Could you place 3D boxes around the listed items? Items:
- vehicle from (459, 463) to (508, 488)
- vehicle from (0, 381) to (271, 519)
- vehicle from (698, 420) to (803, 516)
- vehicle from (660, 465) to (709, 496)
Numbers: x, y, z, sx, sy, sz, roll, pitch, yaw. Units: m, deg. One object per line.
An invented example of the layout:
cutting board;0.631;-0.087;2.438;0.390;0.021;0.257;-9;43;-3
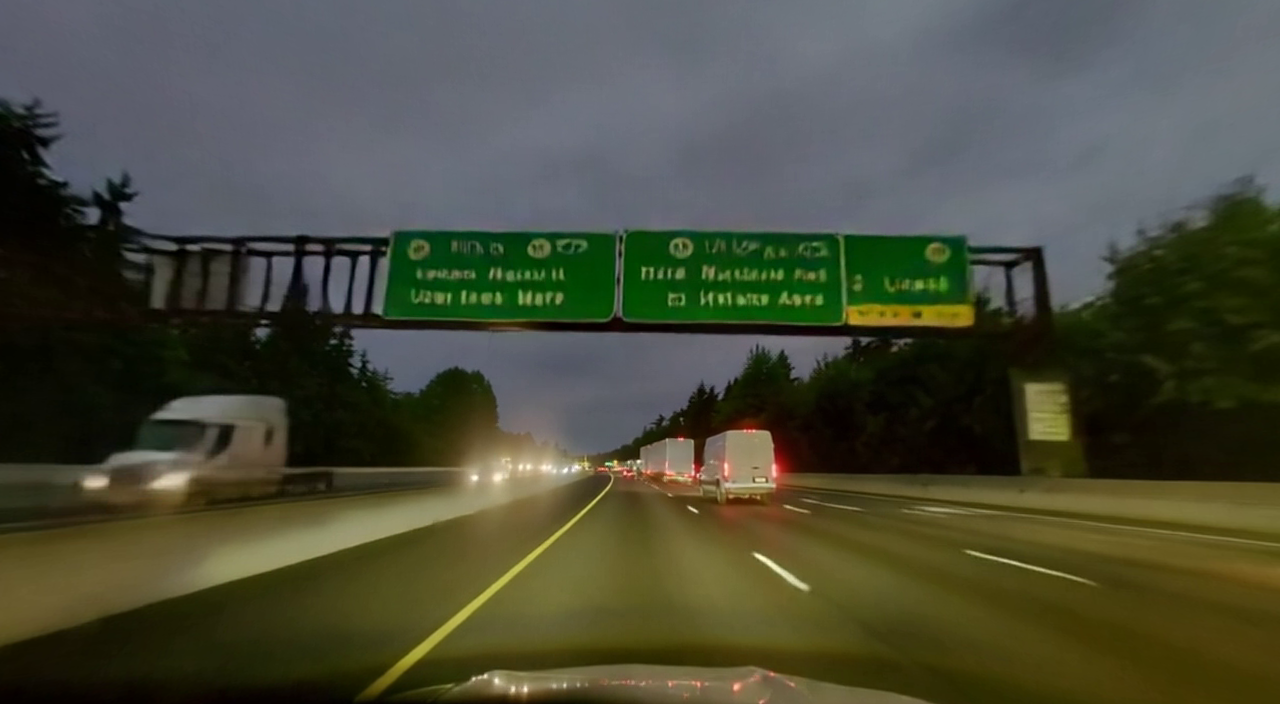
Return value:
vehicle;-10.010;7.920;40.513;1.912;1.497;4.625;1;-10;0
vehicle;-13.685;2.785;17.470;2.623;3.039;6.703;1;-10;0
vehicle;3.360;3.747;20.432;2.291;2.639;5.280;1;-10;-2
vehicle;2.261;6.755;33.281;2.081;1.453;4.300;1;-10;-3
